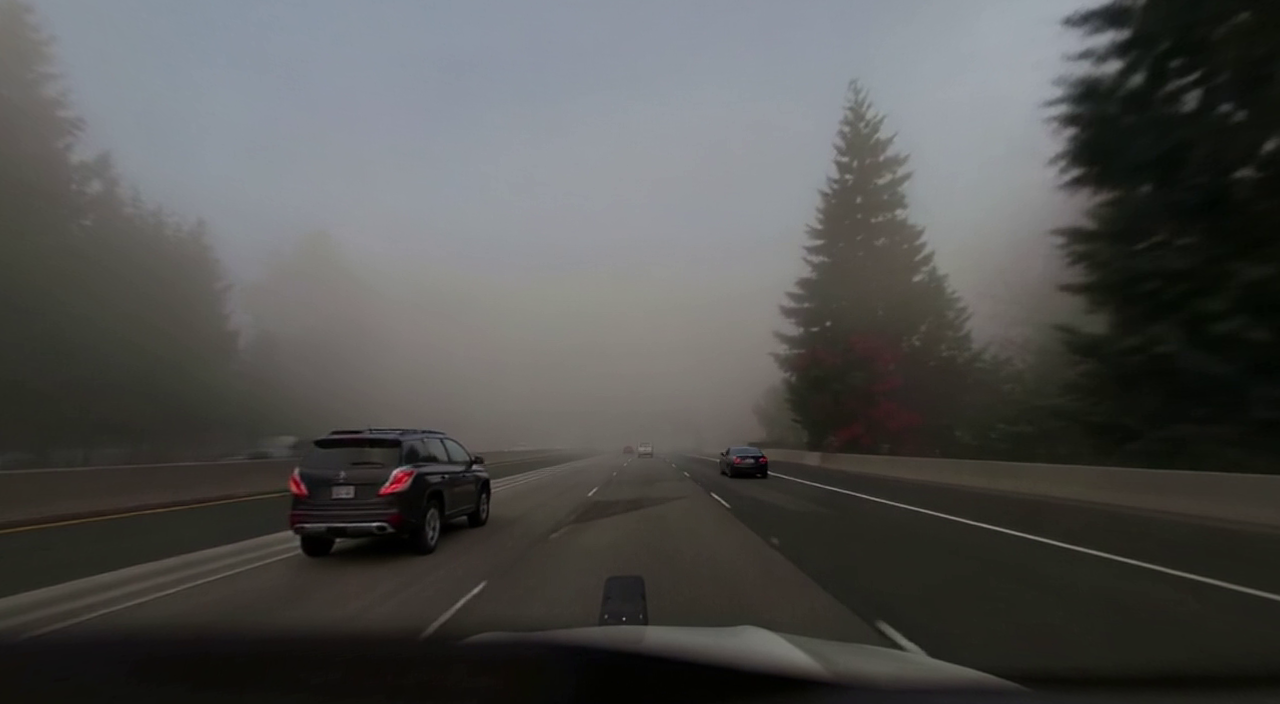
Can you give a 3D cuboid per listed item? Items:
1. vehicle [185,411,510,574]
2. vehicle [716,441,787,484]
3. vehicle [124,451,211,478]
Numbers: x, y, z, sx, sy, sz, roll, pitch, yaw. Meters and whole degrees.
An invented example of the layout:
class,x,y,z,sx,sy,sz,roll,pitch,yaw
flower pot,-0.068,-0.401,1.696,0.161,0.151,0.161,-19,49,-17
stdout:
class,x,y,z,sx,sy,sz,roll,pitch,yaw
vehicle,-3.609,1.844,9.189,2.259,1.706,4.924,0,-8,2
vehicle,4.148,4.161,24.181,1.908,1.483,4.259,0,-8,-1
vehicle,-28.670,6.838,38.479,1.836,1.466,4.382,0,-8,1
